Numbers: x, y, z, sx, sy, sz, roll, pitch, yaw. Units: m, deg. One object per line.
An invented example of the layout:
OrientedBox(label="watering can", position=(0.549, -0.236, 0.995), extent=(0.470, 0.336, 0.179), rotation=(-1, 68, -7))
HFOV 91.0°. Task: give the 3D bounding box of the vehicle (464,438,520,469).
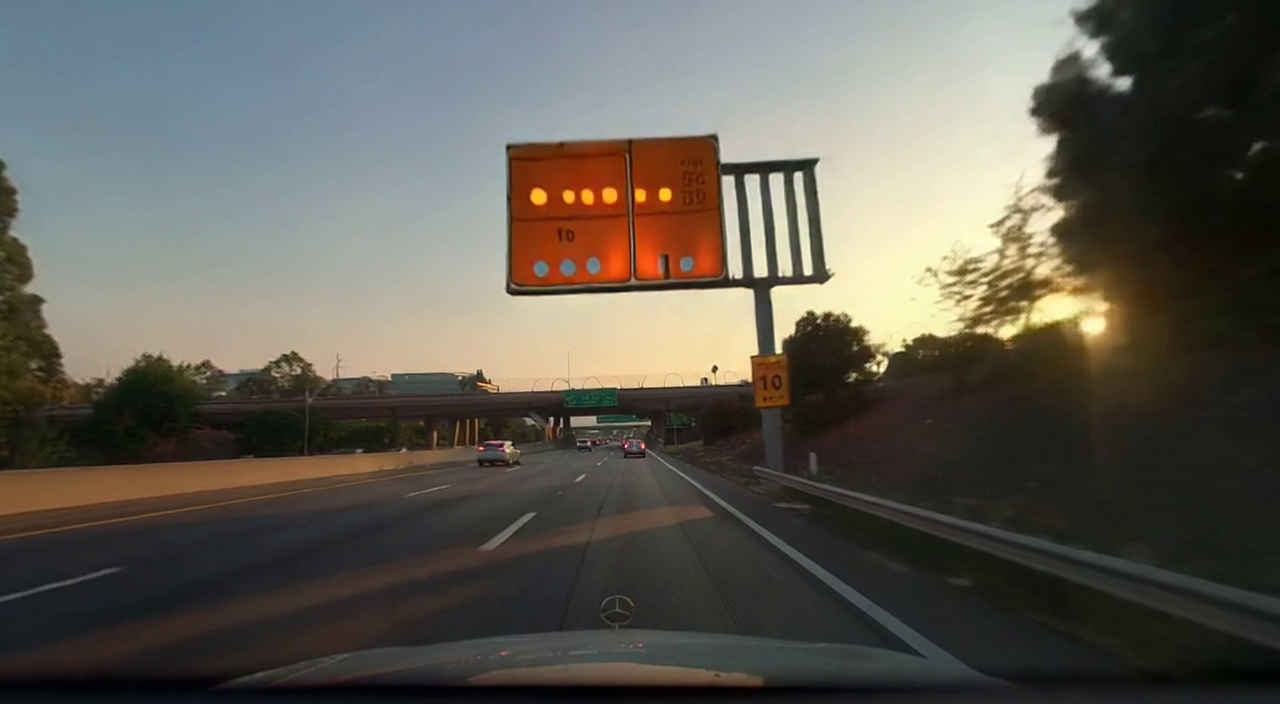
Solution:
OrientedBox(label="vehicle", position=(-7.886, 5.411, 33.882), extent=(1.939, 1.504, 4.727), rotation=(0, -8, -1))

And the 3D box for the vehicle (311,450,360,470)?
OrientedBox(label="vehicle", position=(-23.164, 8.193, 47.998), extent=(1.813, 1.419, 3.956), rotation=(0, -8, -1))

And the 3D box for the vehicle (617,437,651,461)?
OrientedBox(label="vehicle", position=(-0.409, 6.264, 40.625), extent=(2.072, 1.440, 3.690), rotation=(0, -8, -1))
